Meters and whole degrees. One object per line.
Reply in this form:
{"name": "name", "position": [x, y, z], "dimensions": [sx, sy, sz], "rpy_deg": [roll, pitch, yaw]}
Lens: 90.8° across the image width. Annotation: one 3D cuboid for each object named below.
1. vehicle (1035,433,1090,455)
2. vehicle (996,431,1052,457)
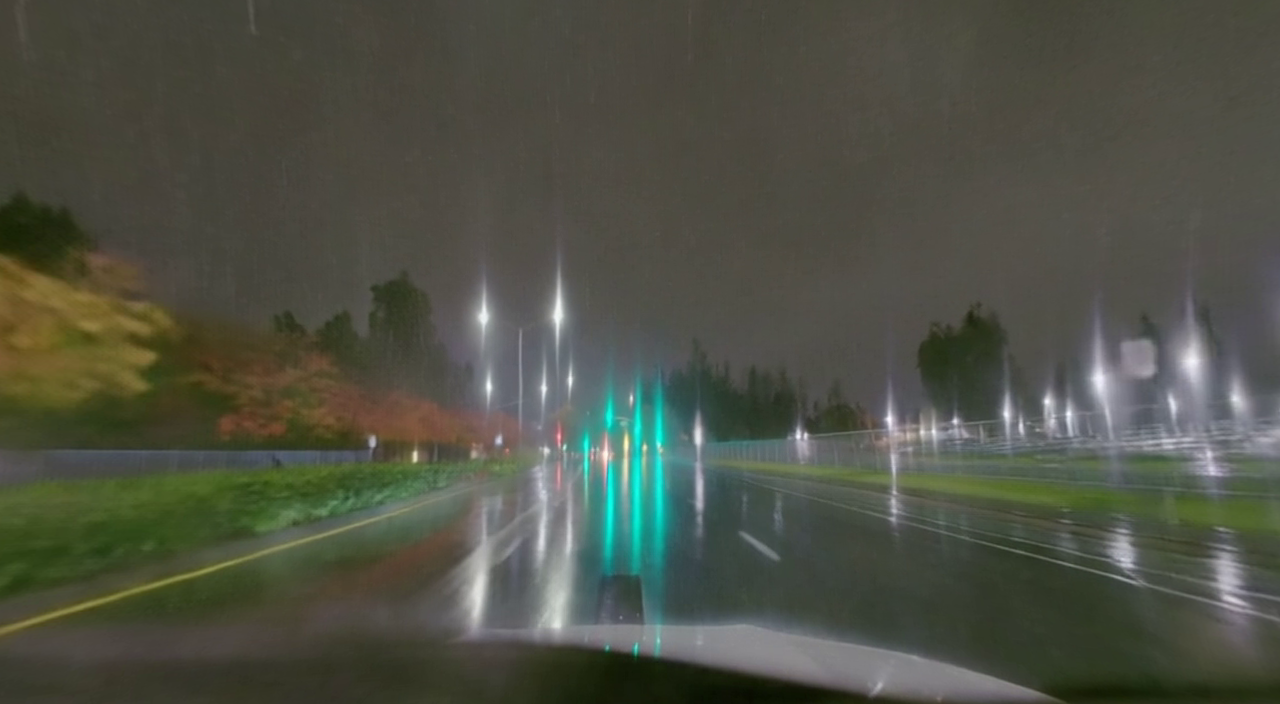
{"name": "vehicle", "position": [29.164, 6.401, 43.704], "dimensions": [1.736, 1.440, 3.989], "rpy_deg": [-2, -9, 12]}
{"name": "vehicle", "position": [26.034, 6.289, 42.996], "dimensions": [2.055, 1.645, 4.679], "rpy_deg": [-3, -9, 17]}
